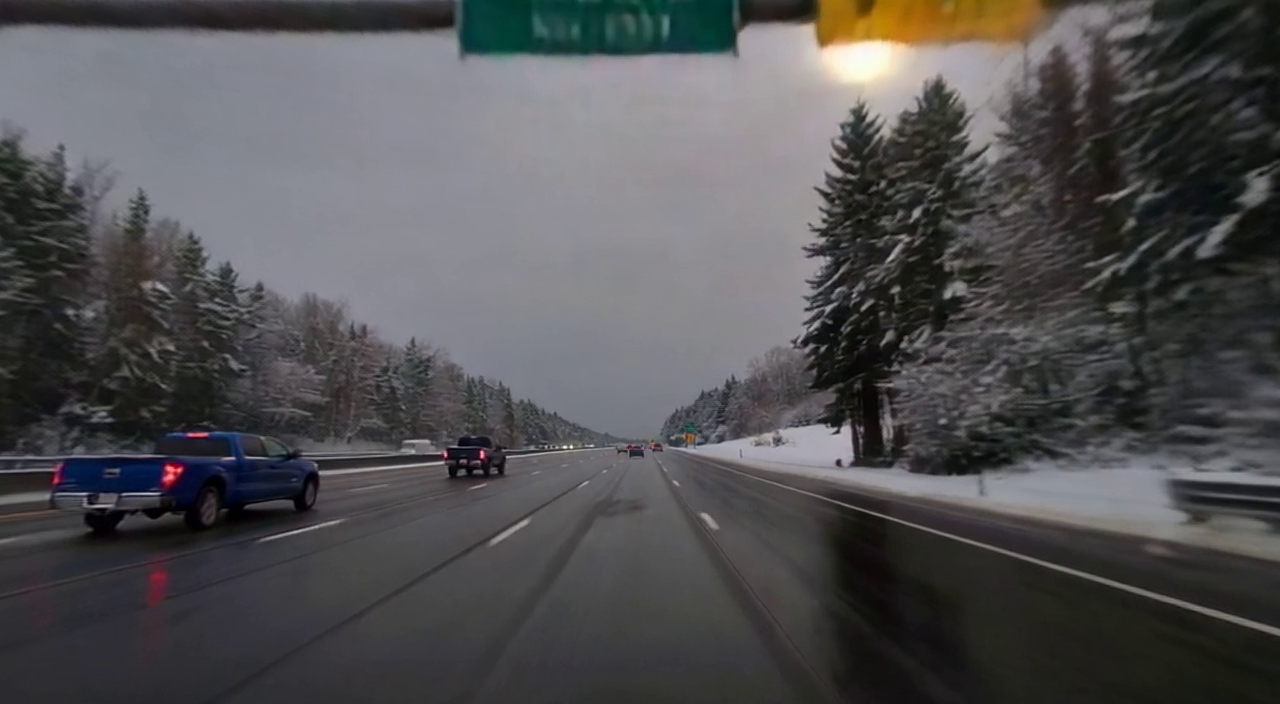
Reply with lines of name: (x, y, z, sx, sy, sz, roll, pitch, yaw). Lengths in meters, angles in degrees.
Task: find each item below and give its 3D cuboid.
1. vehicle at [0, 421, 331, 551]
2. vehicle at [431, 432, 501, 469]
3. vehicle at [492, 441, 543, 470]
vehicle: (-7.160, 1.984, 10.101, 1.965, 1.567, 4.686, 0, -8, 1)
vehicle: (-10.293, 5.891, 37.906, 2.347, 1.984, 5.778, 0, -8, 2)
vehicle: (-6.717, 5.720, 34.988, 1.919, 1.499, 4.234, 0, -8, 1)
